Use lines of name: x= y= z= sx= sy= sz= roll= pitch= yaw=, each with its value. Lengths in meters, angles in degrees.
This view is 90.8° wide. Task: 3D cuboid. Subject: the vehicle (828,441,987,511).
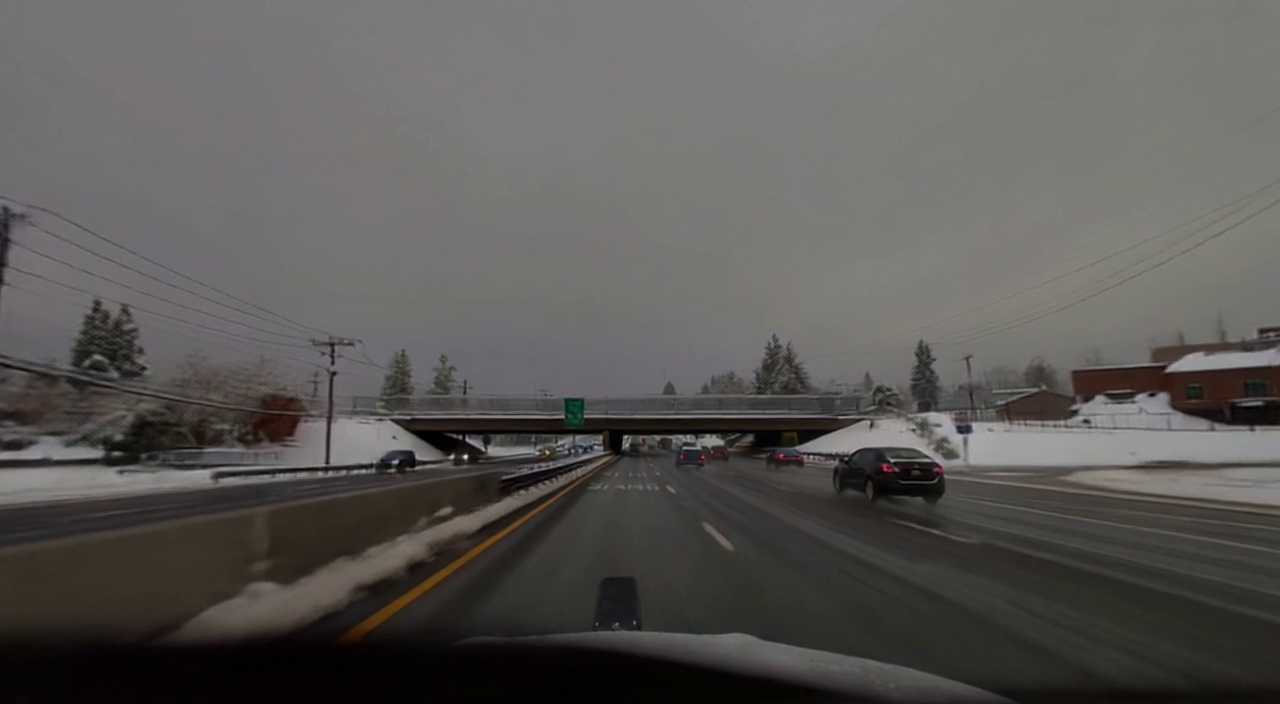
vehicle: x=6.500 y=3.041 z=16.014 sx=1.952 sy=1.489 sz=4.483 roll=0 pitch=-9 yaw=-2

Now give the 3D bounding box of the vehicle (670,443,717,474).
vehicle: x=2.798 y=5.674 z=33.871 sx=1.993 sy=1.507 sz=4.594 roll=0 pitch=-9 yaw=-2

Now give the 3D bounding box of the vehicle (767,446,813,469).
vehicle: x=9.715 y=6.845 z=41.167 sx=1.838 sy=1.440 sz=4.121 roll=0 pitch=-9 yaw=-2

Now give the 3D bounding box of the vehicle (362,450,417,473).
vehicle: x=-17.062 y=7.428 z=43.222 sx=1.900 sy=1.464 sz=4.550 roll=0 pitch=-9 yaw=0
